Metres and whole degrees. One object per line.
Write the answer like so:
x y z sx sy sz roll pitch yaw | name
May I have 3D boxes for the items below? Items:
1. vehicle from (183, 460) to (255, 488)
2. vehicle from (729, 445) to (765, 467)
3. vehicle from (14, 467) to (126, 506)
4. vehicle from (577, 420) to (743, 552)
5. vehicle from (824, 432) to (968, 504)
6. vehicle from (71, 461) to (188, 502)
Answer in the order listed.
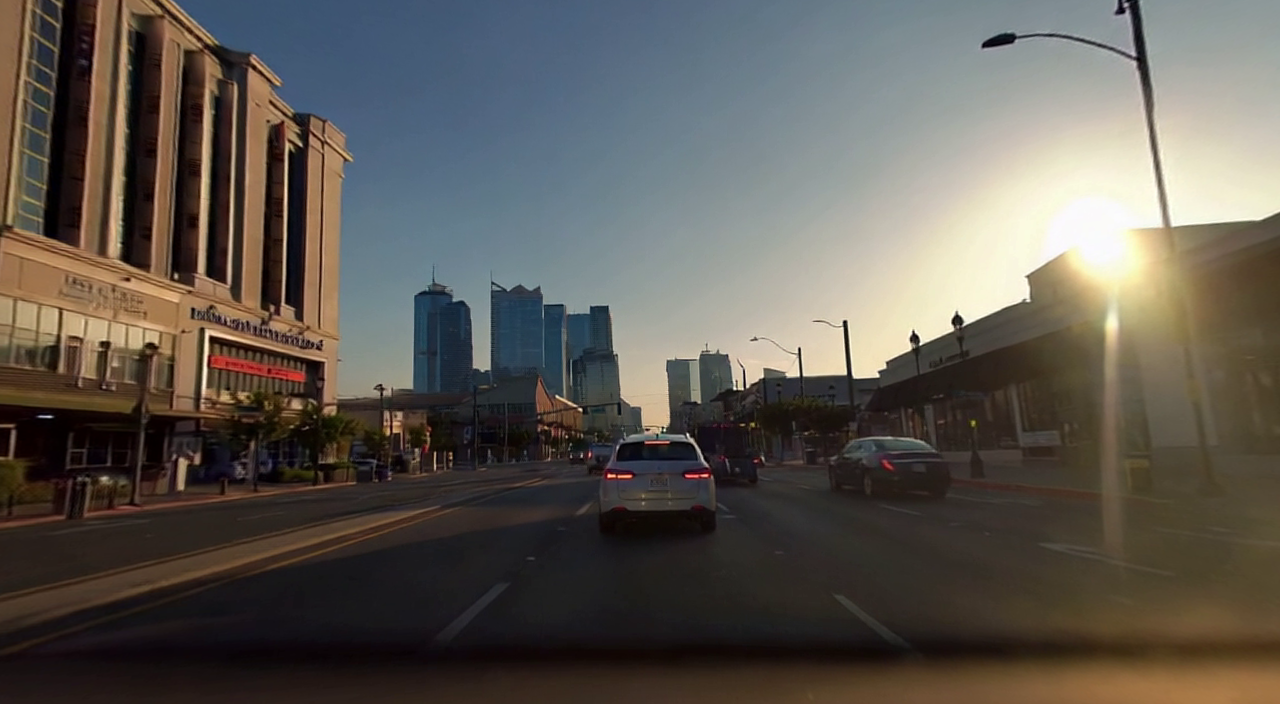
-27.871 8.067 41.848 1.861 1.578 4.152 0 -8 1 | vehicle
7.630 7.438 45.323 1.900 1.507 4.151 0 -8 0 | vehicle
-28.685 6.757 31.910 2.018 1.716 4.042 -1 -10 -5 | vehicle
0.235 2.010 10.104 2.125 1.669 3.880 0 -8 -1 | vehicle
6.437 2.951 16.474 2.086 1.627 4.294 -1 -8 2 | vehicle
-25.874 6.524 32.213 2.026 1.808 4.835 0 -9 -2 | vehicle
